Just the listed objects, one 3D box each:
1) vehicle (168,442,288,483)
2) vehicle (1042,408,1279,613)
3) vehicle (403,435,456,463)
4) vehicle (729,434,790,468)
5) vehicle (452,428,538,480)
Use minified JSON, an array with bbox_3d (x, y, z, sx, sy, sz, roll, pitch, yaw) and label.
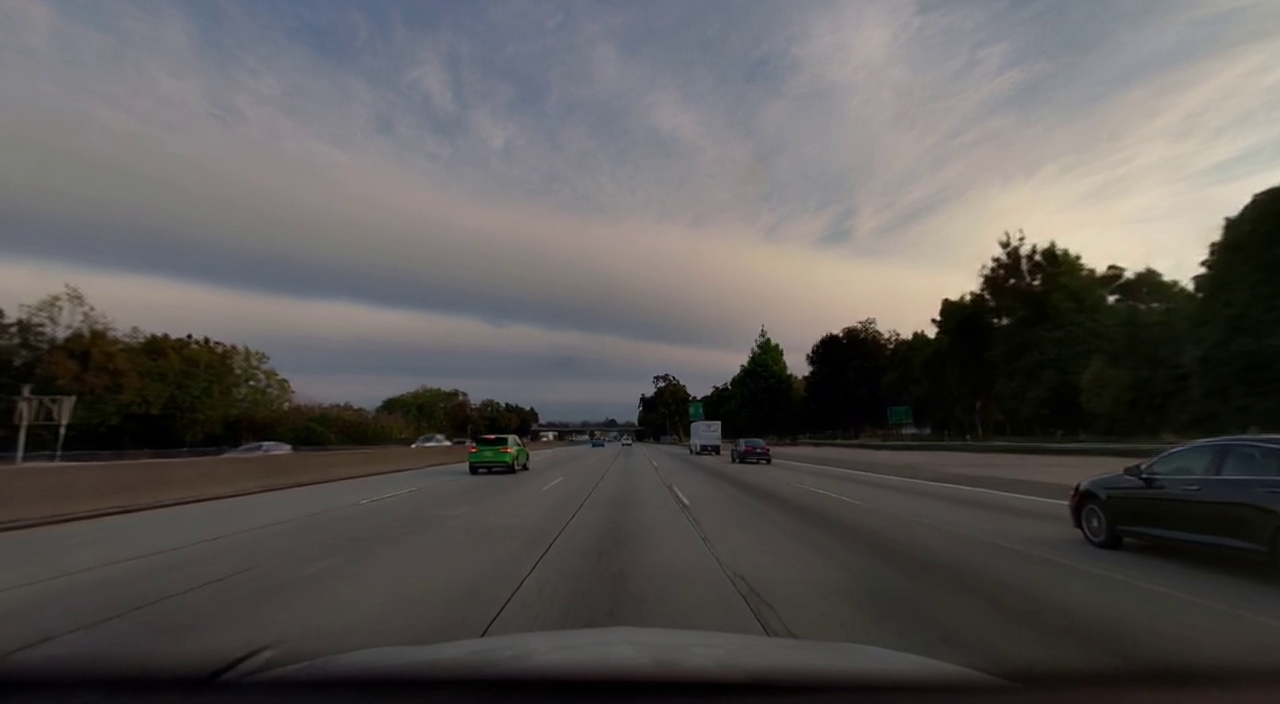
[{"bbox_3d":[-16.565,4.439,25.687,1.864,1.436,4.572,0,-8,-1],"label":"vehicle"},{"bbox_3d":[5.702,1.231,5.130,2.028,1.488,4.236,0,-8,0],"label":"vehicle"},{"bbox_3d":[-13.242,6.078,39.863,1.902,1.647,4.241,0,-8,-1],"label":"vehicle"},{"bbox_3d":[5.411,4.508,29.012,1.920,1.436,3.890,0,-8,-2],"label":"vehicle"},{"bbox_3d":[-4.708,3.347,21.070,1.966,1.570,3.859,0,-8,0],"label":"vehicle"}]
